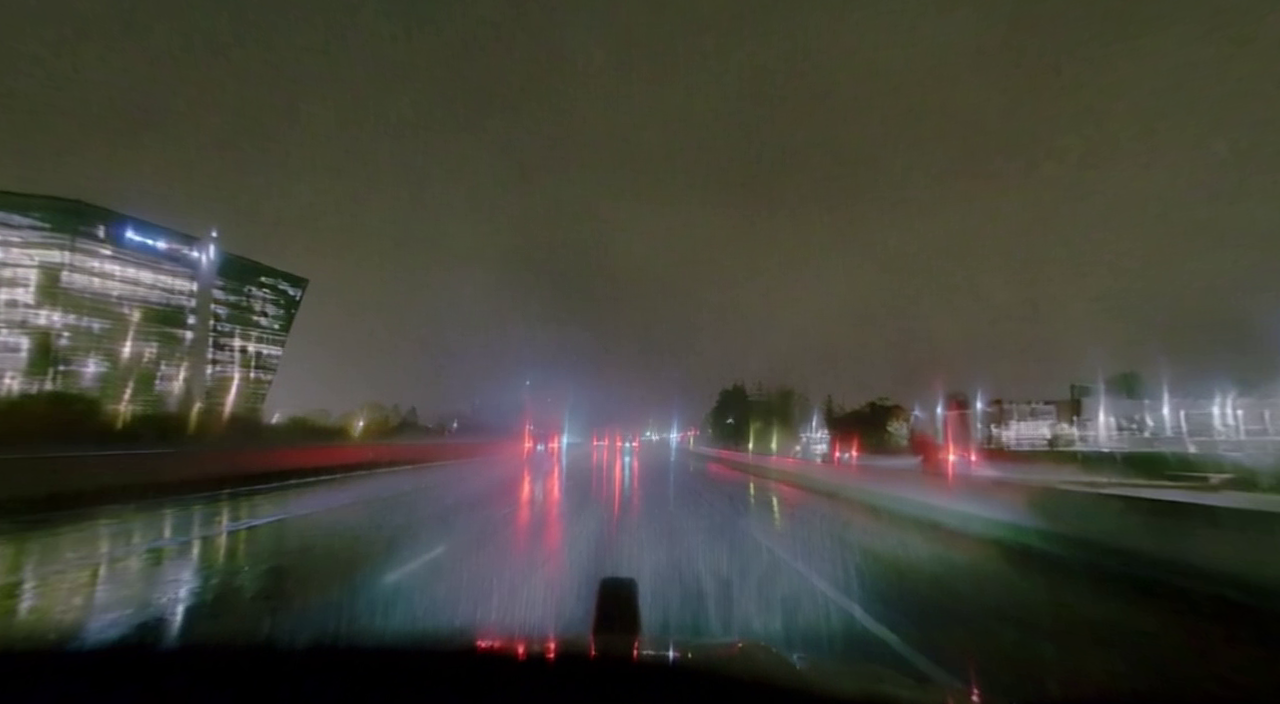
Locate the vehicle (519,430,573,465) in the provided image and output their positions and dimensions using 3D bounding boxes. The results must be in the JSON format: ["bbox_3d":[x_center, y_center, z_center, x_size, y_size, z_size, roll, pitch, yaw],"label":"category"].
[{"bbox_3d":[-4.624,4.782,31.643,2.036,1.612,4.510,0,-8,0],"label":"vehicle"}]
